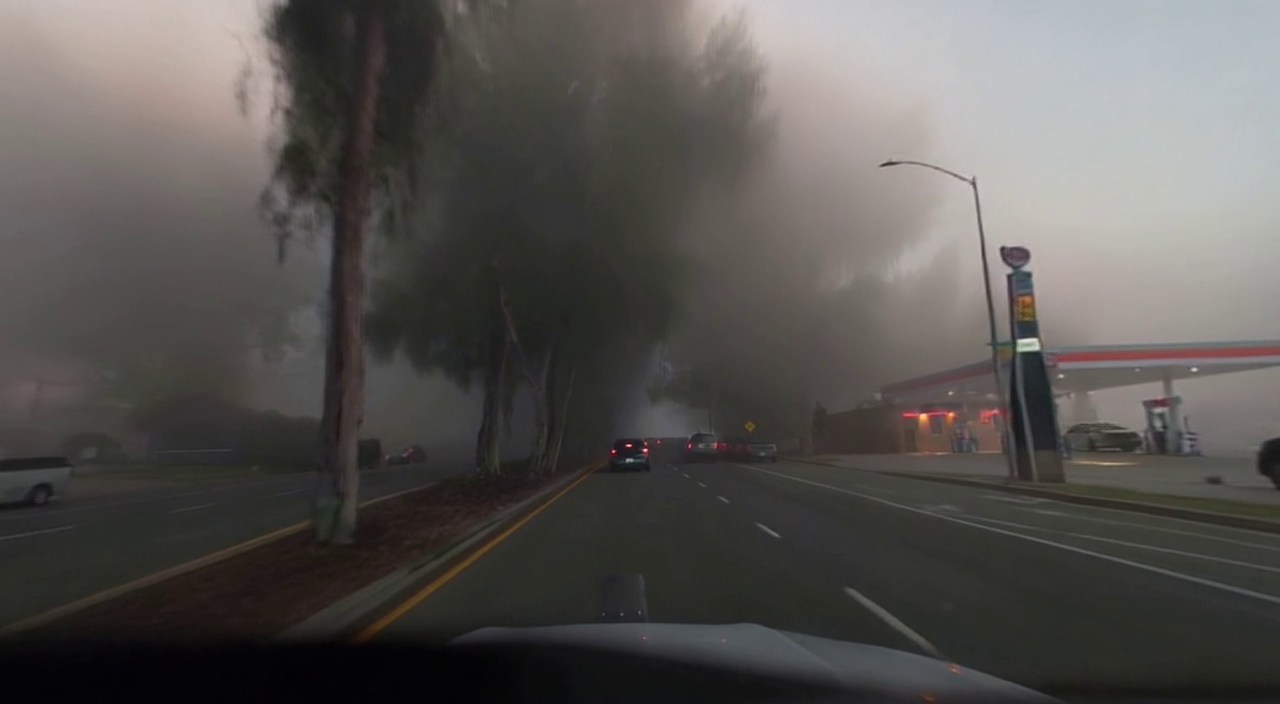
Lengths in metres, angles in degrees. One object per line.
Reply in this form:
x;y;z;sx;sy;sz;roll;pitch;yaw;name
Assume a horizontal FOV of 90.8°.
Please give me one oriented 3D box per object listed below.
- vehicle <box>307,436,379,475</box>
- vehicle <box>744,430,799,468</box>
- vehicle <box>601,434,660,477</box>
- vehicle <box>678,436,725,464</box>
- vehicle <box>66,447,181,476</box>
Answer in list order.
-18.930;6.548;40.600;2.222;2.141;5.390;-1;-6;-3;vehicle
6.538;4.885;31.918;2.117;1.757;4.969;-1;-9;5;vehicle
-0.298;3.884;23.919;2.052;1.488;3.779;0;-8;1;vehicle
3.355;5.467;35.339;2.124;1.476;4.730;0;-8;-1;vehicle
-27.498;5.831;33.713;4.413;1.451;1.882;0;-9;0;vehicle
